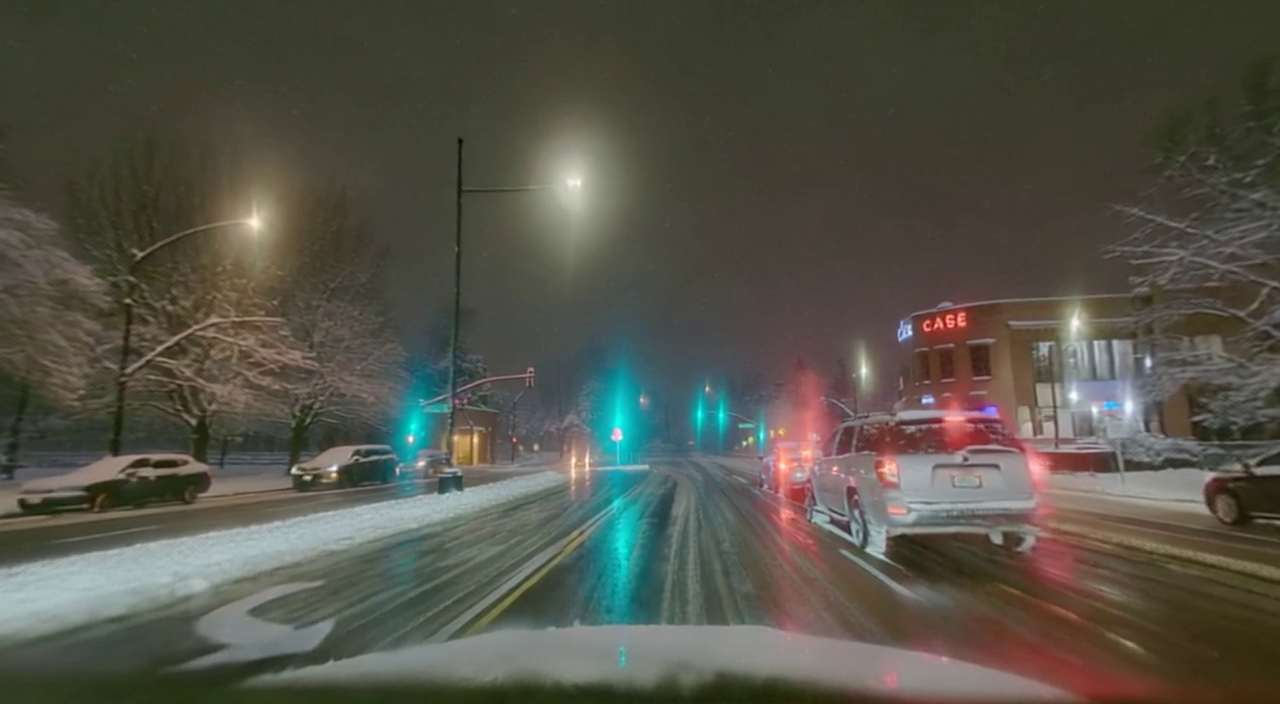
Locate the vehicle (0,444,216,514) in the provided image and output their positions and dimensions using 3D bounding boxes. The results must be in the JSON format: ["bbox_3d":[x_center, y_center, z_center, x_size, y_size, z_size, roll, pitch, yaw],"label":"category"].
[{"bbox_3d":[-16.740,3.915,20.201,2.200,1.884,5.653,0,-8,2],"label":"vehicle"}]

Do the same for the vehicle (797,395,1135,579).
[{"bbox_3d":[3.835,1.700,8.770,2.282,1.797,4.924,-1,-8,3],"label":"vehicle"}]

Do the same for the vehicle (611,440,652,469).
[{"bbox_3d":[-0.451,6.234,38.504,2.057,1.678,4.639,-1,-8,5],"label":"vehicle"}]

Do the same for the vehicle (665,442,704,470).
[{"bbox_3d":[2.529,5.799,35.259,2.059,1.477,3.988,-1,-8,5],"label":"vehicle"}]

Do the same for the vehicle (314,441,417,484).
[{"bbox_3d":[-13.446,5.440,31.463,2.337,1.895,5.872,-1,-8,2],"label":"vehicle"}]

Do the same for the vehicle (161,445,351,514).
[{"bbox_3d":[-10.093,3.337,17.097,2.047,1.572,4.472,-1,-8,5],"label":"vehicle"}]

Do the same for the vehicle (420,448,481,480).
[{"bbox_3d":[-9.616,5.697,32.380,1.884,1.456,4.356,0,-8,-2],"label":"vehicle"}]

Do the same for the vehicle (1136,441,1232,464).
[{"bbox_3d":[38.851,7.189,45.114,4.775,1.529,1.992,-2,-8,6],"label":"vehicle"}]
